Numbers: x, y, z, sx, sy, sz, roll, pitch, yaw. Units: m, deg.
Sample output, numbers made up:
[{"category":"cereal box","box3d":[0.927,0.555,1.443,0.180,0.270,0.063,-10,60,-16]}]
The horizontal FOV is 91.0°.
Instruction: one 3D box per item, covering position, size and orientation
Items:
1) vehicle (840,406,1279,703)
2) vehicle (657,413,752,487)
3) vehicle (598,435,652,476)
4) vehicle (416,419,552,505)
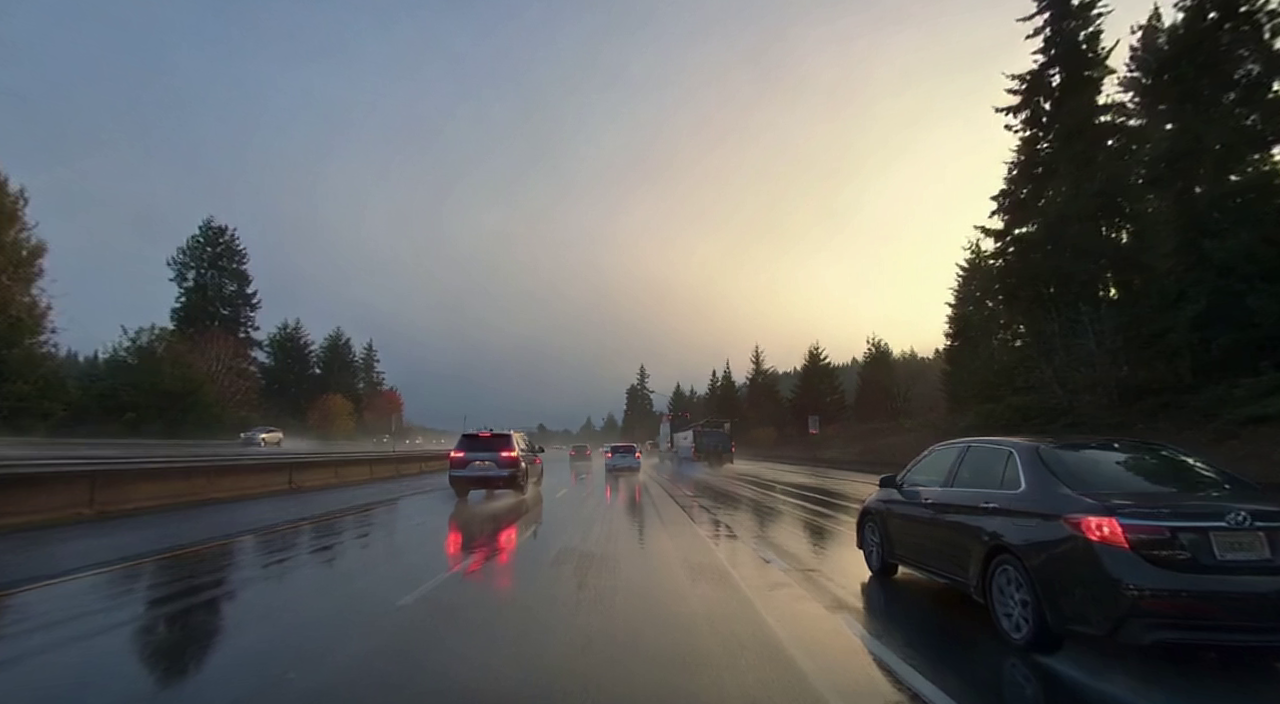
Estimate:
[{"category":"vehicle","box3d":[3.223,1.299,4.685,2.031,1.504,4.327,0,-9,0]},{"category":"vehicle","box3d":[3.082,5.306,34.632,3.426,3.279,12.313,1,-8,-2]},{"category":"vehicle","box3d":[-0.656,4.612,28.306,2.235,1.682,4.094,0,-9,-1]},{"category":"vehicle","box3d":[-3.643,2.701,15.823,2.176,1.783,4.799,0,-9,0]}]
